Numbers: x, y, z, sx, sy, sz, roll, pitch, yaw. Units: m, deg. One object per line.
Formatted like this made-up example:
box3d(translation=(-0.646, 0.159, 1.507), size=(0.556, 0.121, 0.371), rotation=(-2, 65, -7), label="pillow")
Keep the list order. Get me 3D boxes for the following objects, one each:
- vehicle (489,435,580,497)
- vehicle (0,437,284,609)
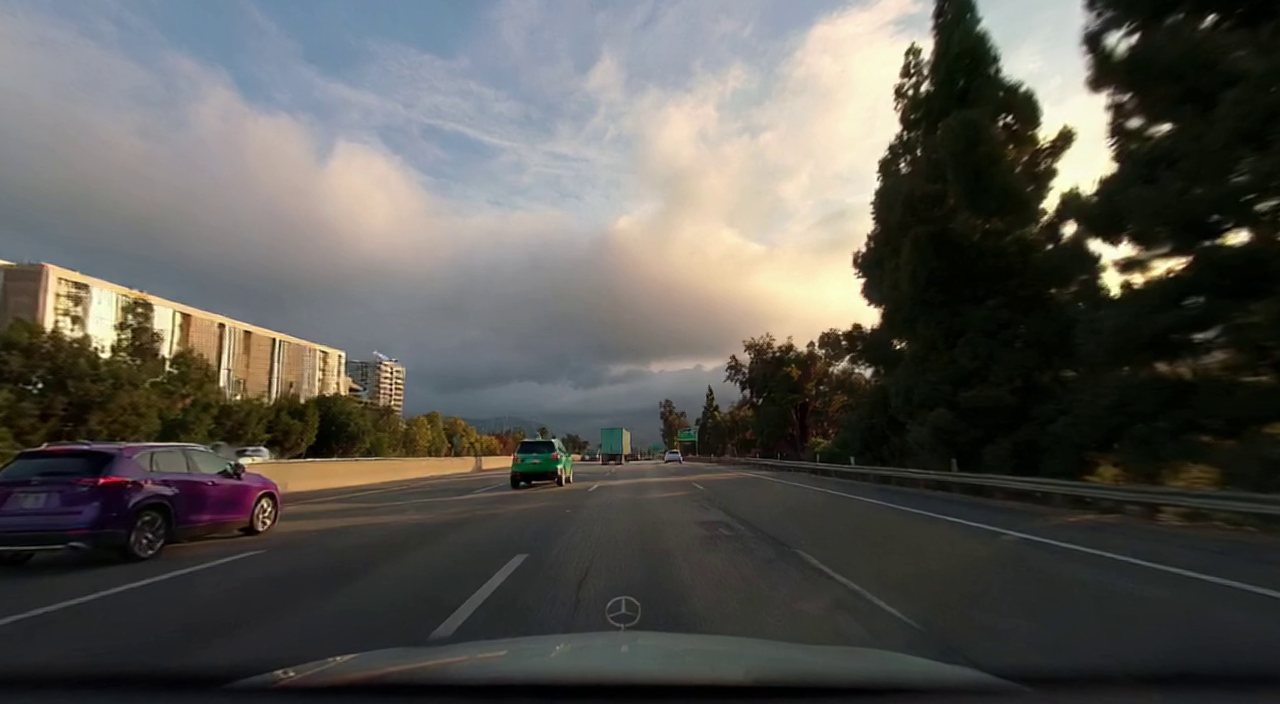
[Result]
box3d(translation=(-3.219, 3.600, 20.203), size=(2.111, 1.742, 4.315), rotation=(0, -9, 1), label="vehicle")
box3d(translation=(-6.651, 1.848, 7.798), size=(1.969, 1.520, 4.190), rotation=(0, -9, 1), label="vehicle")
